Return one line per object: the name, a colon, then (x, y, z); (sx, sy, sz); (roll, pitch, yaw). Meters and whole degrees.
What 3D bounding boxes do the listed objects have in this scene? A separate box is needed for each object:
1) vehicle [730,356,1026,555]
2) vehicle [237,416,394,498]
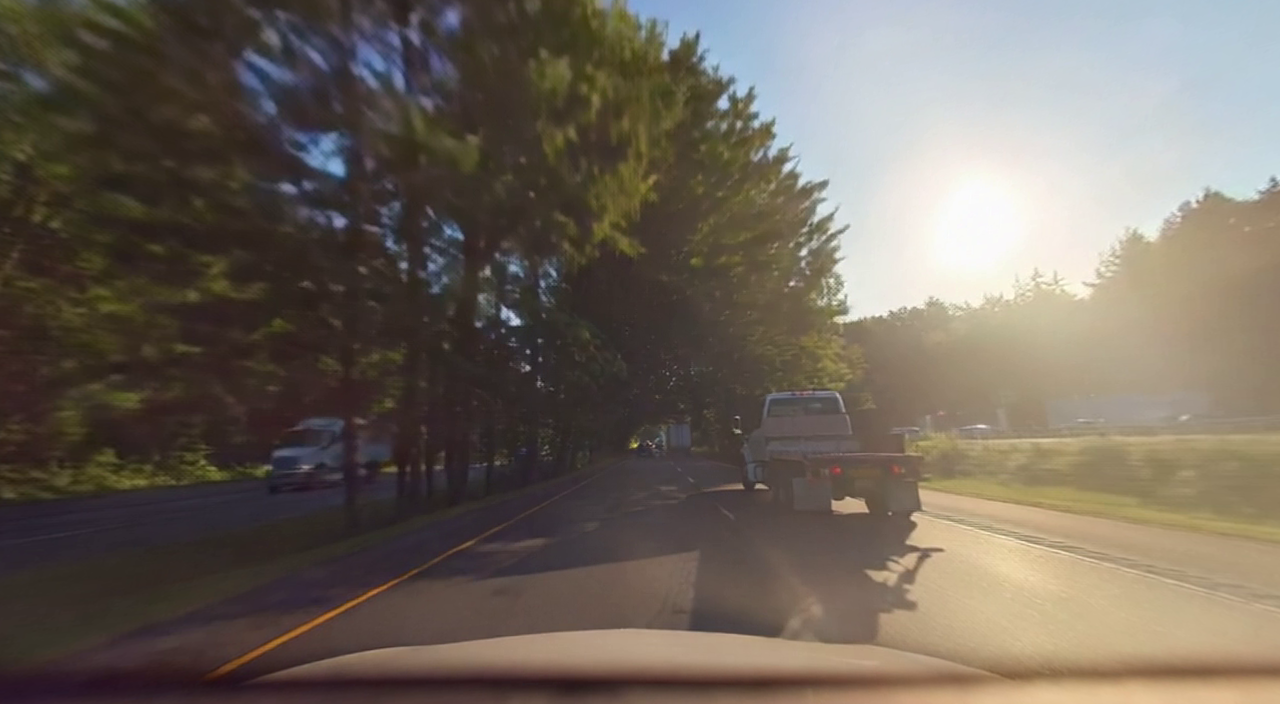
vehicle: (3.367, 1.712, 10.969); (2.677, 2.439, 6.402); (0, -8, 0)
vehicle: (-12.830, 4.212, 25.730); (2.603, 2.888, 6.881); (0, -8, 1)
